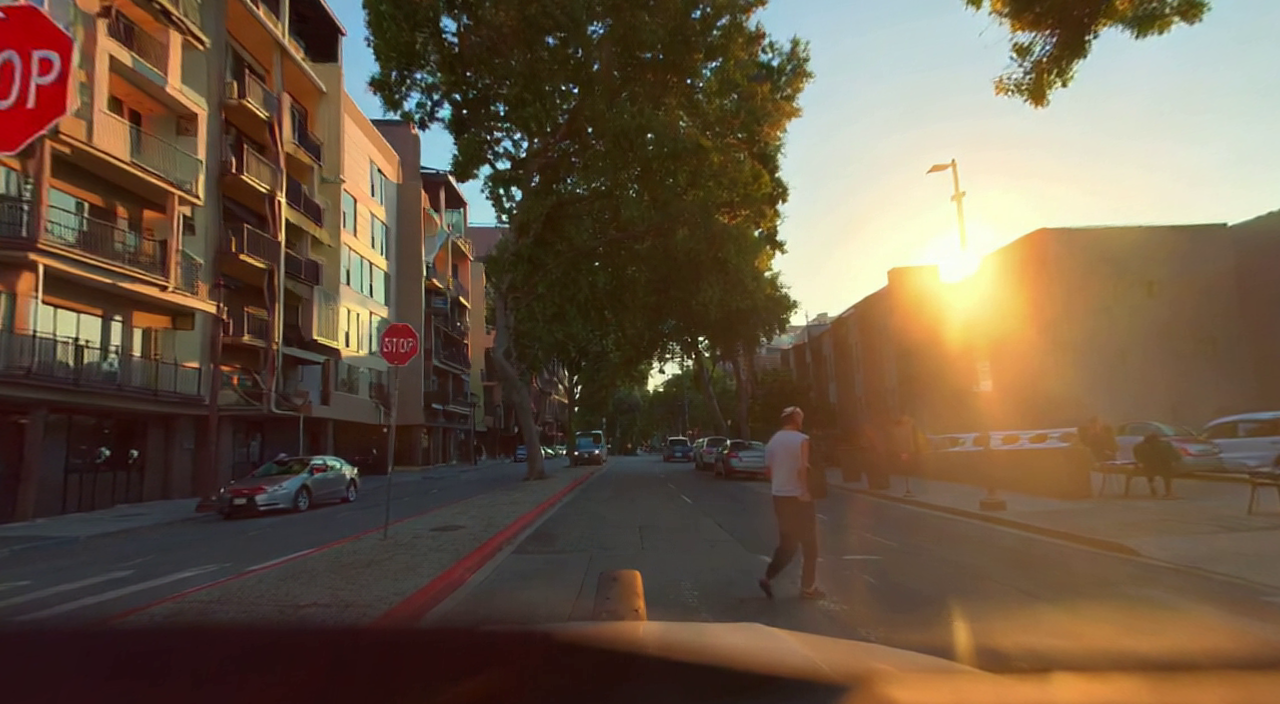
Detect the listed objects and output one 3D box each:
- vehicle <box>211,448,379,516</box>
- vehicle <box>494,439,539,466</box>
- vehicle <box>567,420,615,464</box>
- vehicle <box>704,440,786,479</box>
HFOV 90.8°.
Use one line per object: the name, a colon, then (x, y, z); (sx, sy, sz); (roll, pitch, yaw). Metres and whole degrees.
vehicle: (-8.791, 3.306, 16.646); (2.007, 1.503, 4.343); (0, -8, -1)
vehicle: (-8.852, 7.263, 45.725); (2.256, 1.802, 4.333); (0, -8, 2)
vehicle: (-3.006, 5.754, 40.238); (2.317, 2.596, 6.053); (0, -8, 2)
vehicle: (4.589, 4.567, 27.108); (1.858, 1.491, 4.329); (-5, -10, 33)
